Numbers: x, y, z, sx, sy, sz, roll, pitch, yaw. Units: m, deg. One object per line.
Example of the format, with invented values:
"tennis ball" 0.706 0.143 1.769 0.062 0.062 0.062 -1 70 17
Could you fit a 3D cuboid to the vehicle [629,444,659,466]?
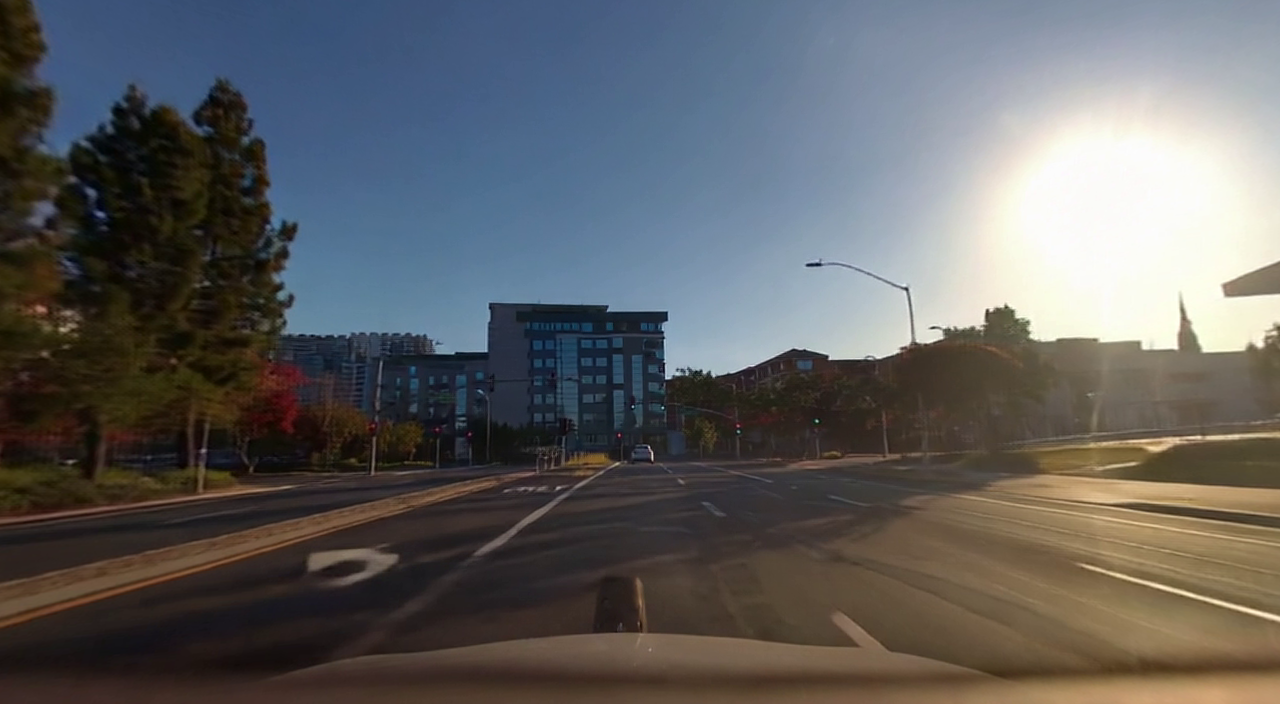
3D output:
"vehicle" 0.312 7.405 45.262 2.064 1.477 3.968 0 -8 1
